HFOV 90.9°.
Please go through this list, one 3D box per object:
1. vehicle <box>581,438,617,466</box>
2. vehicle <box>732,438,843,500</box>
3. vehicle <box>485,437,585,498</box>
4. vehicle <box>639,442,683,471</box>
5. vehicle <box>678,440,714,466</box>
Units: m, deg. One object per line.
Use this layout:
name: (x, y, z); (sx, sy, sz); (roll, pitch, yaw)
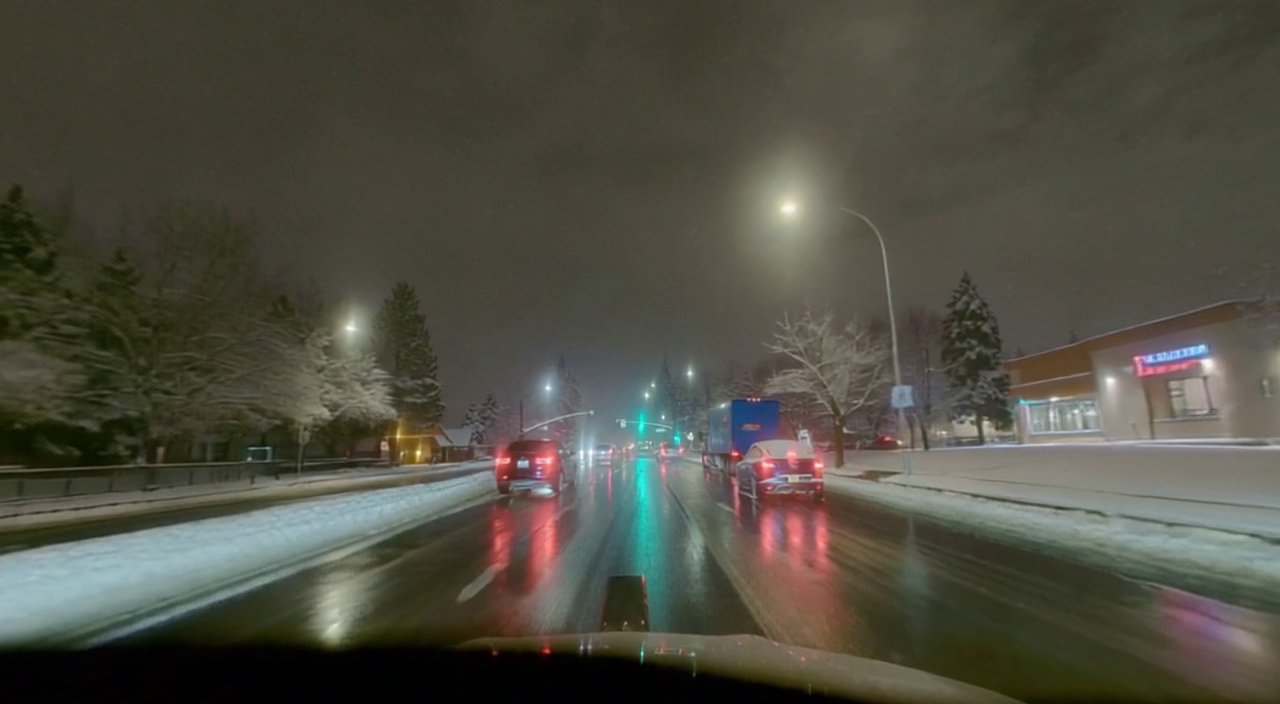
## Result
vehicle: (-2.819, 6.998, 44.291); (2.137, 1.796, 4.304); (0, -8, 1)
vehicle: (3.796, 3.086, 17.058); (1.972, 1.452, 4.189); (0, -8, 0)
vehicle: (-2.819, 3.213, 17.973); (2.003, 1.509, 4.396); (0, -8, 2)
vehicle: (1.089, 5.772, 34.991); (2.020, 1.461, 4.326); (0, -8, -4)
vehicle: (3.796, 6.894, 43.247); (2.050, 1.683, 3.990); (0, -8, 0)
